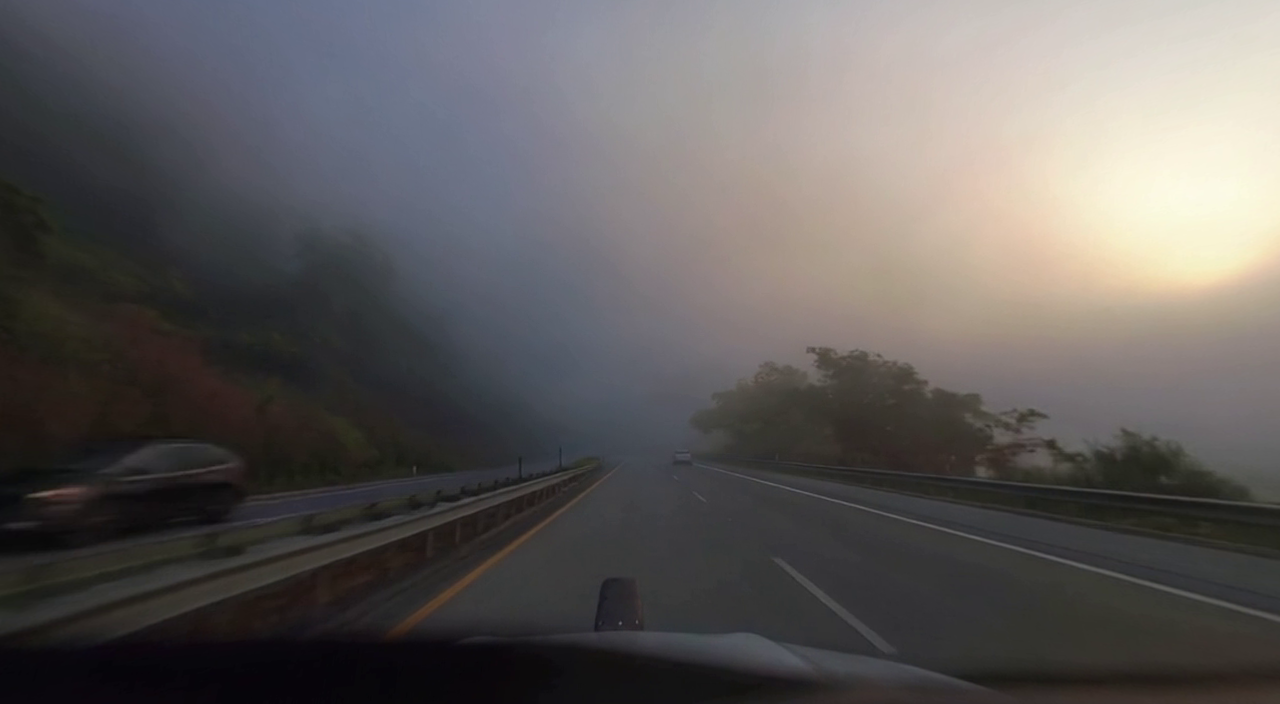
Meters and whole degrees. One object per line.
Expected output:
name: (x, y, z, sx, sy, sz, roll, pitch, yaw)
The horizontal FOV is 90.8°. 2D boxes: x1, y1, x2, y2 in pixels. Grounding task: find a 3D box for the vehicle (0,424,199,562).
vehicle: (-9.302, 2.014, 9.453, 2.177, 1.747, 4.436, 0, -9, 0)
